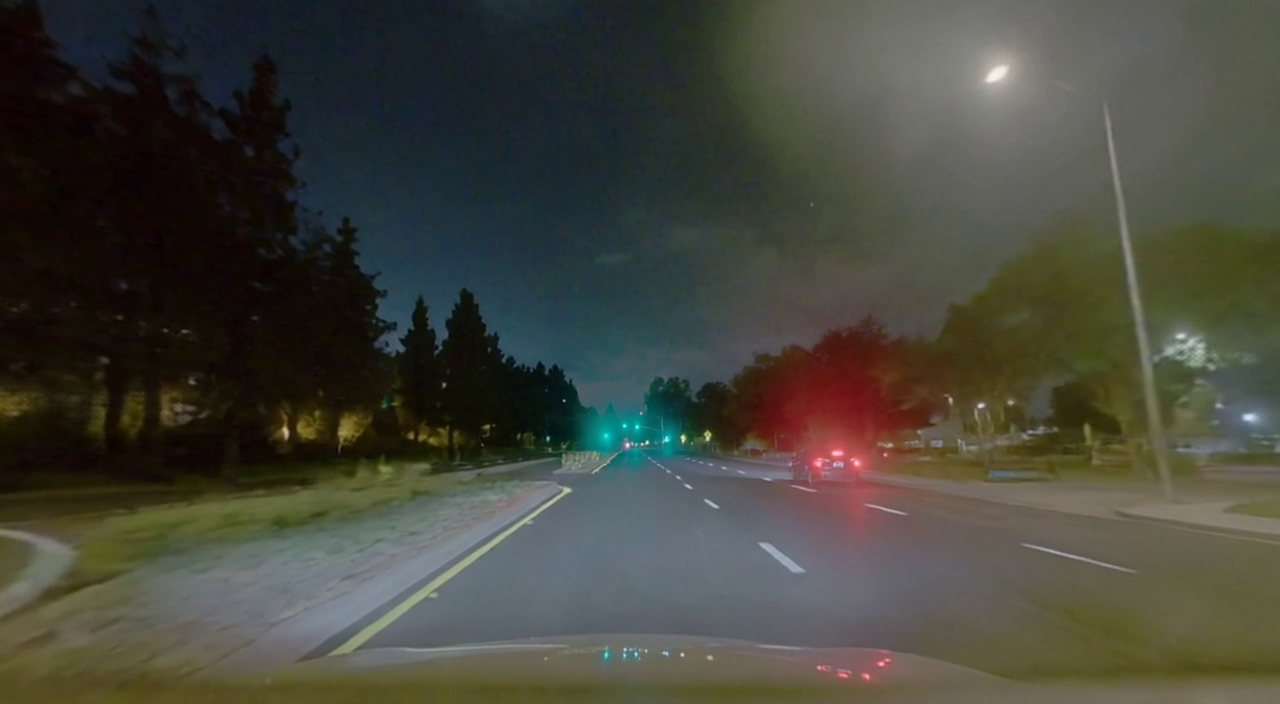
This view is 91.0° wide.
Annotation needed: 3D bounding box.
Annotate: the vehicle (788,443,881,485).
[{"bbox_3d":[7.301,4.234,24.202,2.054,1.421,4.487,0,-8,-1],"label":"vehicle"}]
